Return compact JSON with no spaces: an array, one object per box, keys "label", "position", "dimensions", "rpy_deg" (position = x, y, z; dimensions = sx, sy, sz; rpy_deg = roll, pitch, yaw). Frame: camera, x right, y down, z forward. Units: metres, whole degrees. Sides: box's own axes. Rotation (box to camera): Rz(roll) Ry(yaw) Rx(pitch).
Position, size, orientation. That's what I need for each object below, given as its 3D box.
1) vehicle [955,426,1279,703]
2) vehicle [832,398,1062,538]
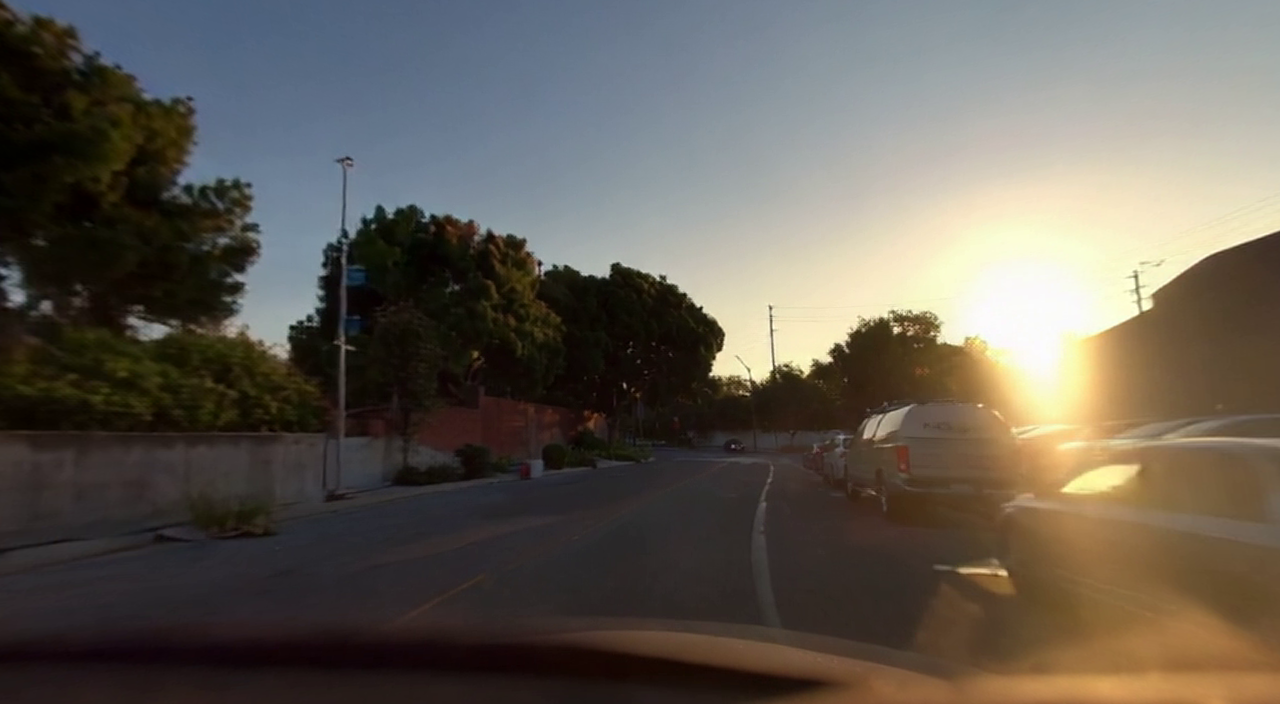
[{"label":"vehicle","position":[3.877,1.237,4.035],"dimensions":[1.887,1.439,4.687],"rpy_deg":[-1,-9,8]},{"label":"vehicle","position":[5.392,2.148,12.394],"dimensions":[2.291,1.981,6.444],"rpy_deg":[-2,-9,10]}]
